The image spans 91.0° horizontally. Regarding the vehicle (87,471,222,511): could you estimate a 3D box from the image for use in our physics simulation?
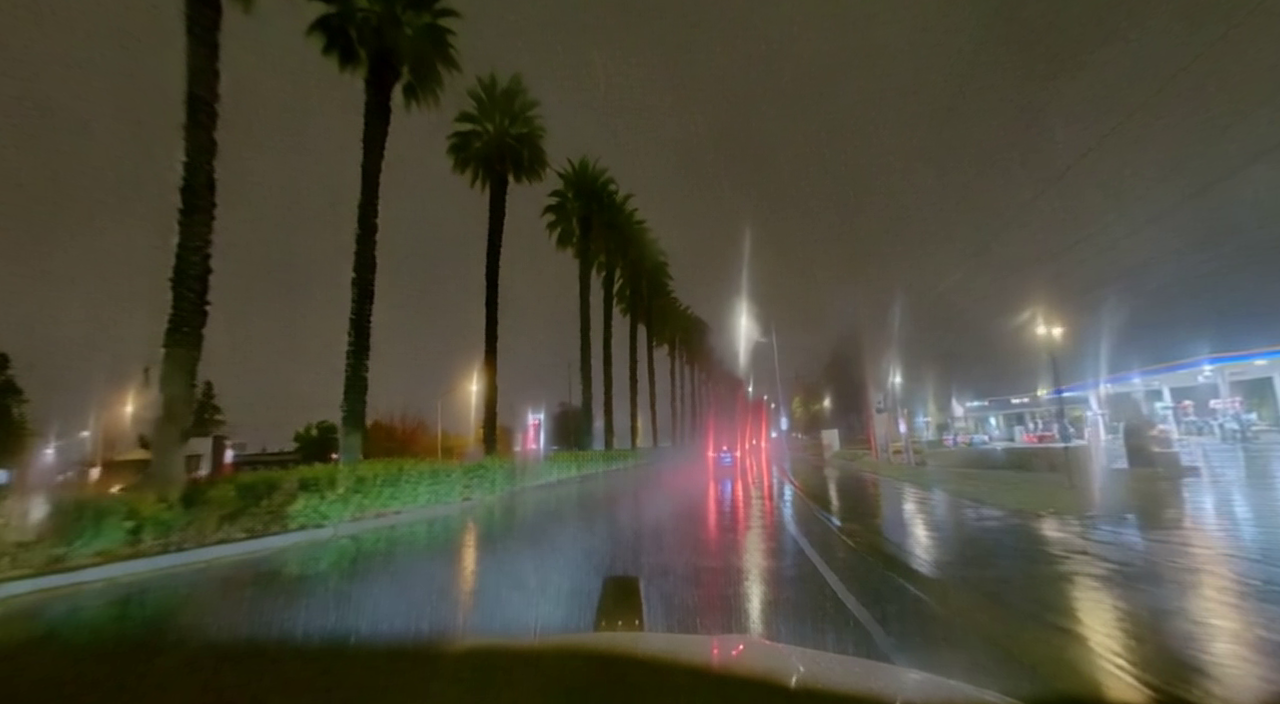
[{"bbox_3d":[-21.219,6.062,27.799,1.825,1.441,4.656,-1,-9,9],"label":"vehicle"}]

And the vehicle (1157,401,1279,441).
[{"bbox_3d":[29.223,3.492,31.536,4.513,1.657,2.002,-6,-10,15],"label":"vehicle"}]

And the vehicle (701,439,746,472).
[{"bbox_3d":[4.329,5.264,32.156,2.050,1.509,4.148,-2,-9,10],"label":"vehicle"}]
